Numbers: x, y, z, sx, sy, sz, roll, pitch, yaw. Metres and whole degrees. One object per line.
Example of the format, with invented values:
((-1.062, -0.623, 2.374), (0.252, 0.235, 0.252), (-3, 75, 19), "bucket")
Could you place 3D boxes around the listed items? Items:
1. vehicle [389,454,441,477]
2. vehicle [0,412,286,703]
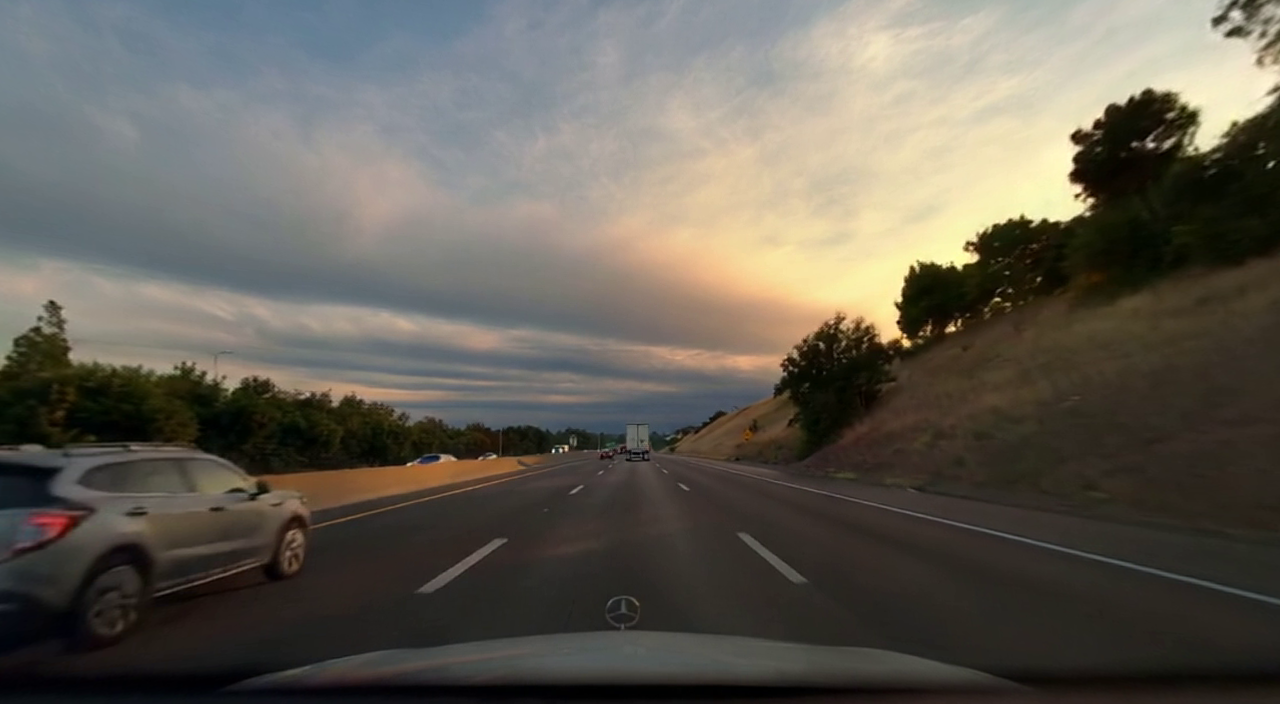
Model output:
((-15.861, 8.003, 44.691), (1.970, 1.474, 4.595), (0, -9, 0), "vehicle")
((-4.227, 1.138, 3.528), (2.051, 1.537, 4.111), (0, -9, 0), "vehicle")
